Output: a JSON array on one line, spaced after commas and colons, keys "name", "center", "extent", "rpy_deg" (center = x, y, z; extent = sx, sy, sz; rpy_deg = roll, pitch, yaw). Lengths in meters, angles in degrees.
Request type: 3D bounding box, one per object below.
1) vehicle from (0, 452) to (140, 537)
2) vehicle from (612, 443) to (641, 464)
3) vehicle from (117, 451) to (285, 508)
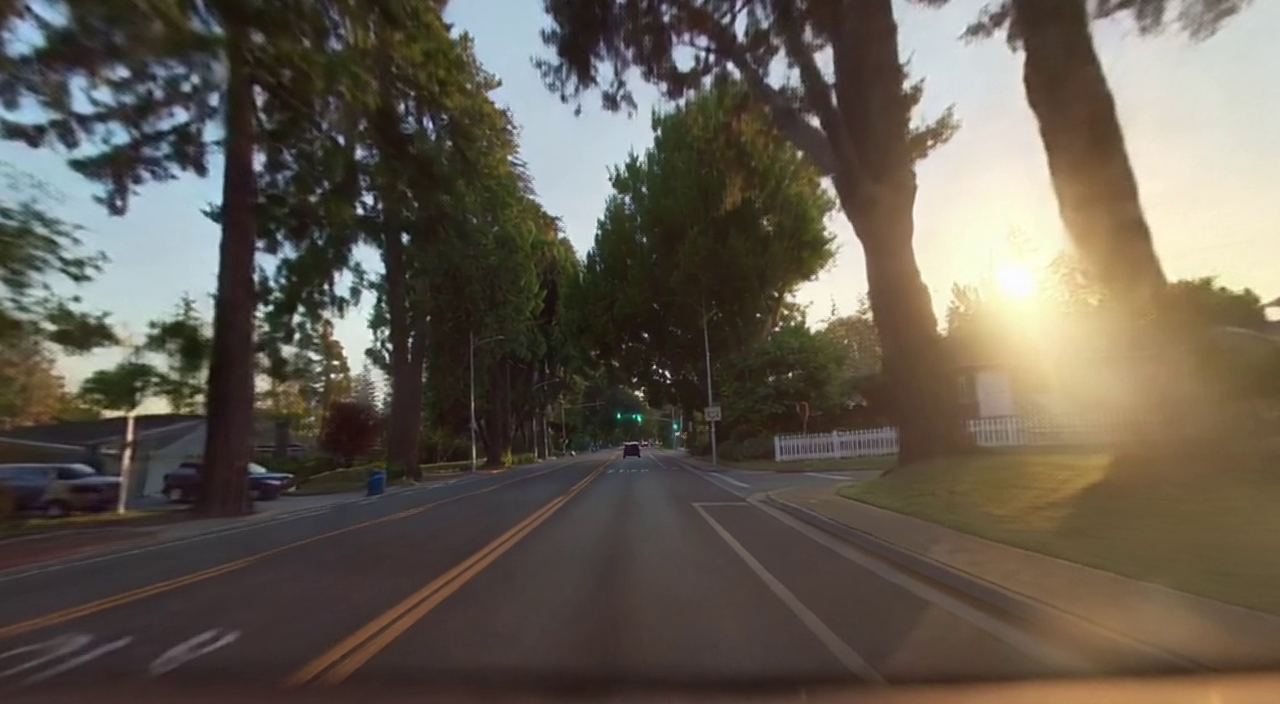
[{"name": "vehicle", "center": [-16.700, 3.874, 17.745], "extent": [2.378, 1.922, 5.801], "rpy_deg": [-1, -8, -20]}, {"name": "vehicle", "center": [-1.033, 7.858, 48.957], "extent": [2.104, 1.500, 3.815], "rpy_deg": [0, -9, -1]}, {"name": "vehicle", "center": [-16.159, 4.689, 23.509], "extent": [2.043, 1.803, 4.631], "rpy_deg": [-12, -13, 37]}]
